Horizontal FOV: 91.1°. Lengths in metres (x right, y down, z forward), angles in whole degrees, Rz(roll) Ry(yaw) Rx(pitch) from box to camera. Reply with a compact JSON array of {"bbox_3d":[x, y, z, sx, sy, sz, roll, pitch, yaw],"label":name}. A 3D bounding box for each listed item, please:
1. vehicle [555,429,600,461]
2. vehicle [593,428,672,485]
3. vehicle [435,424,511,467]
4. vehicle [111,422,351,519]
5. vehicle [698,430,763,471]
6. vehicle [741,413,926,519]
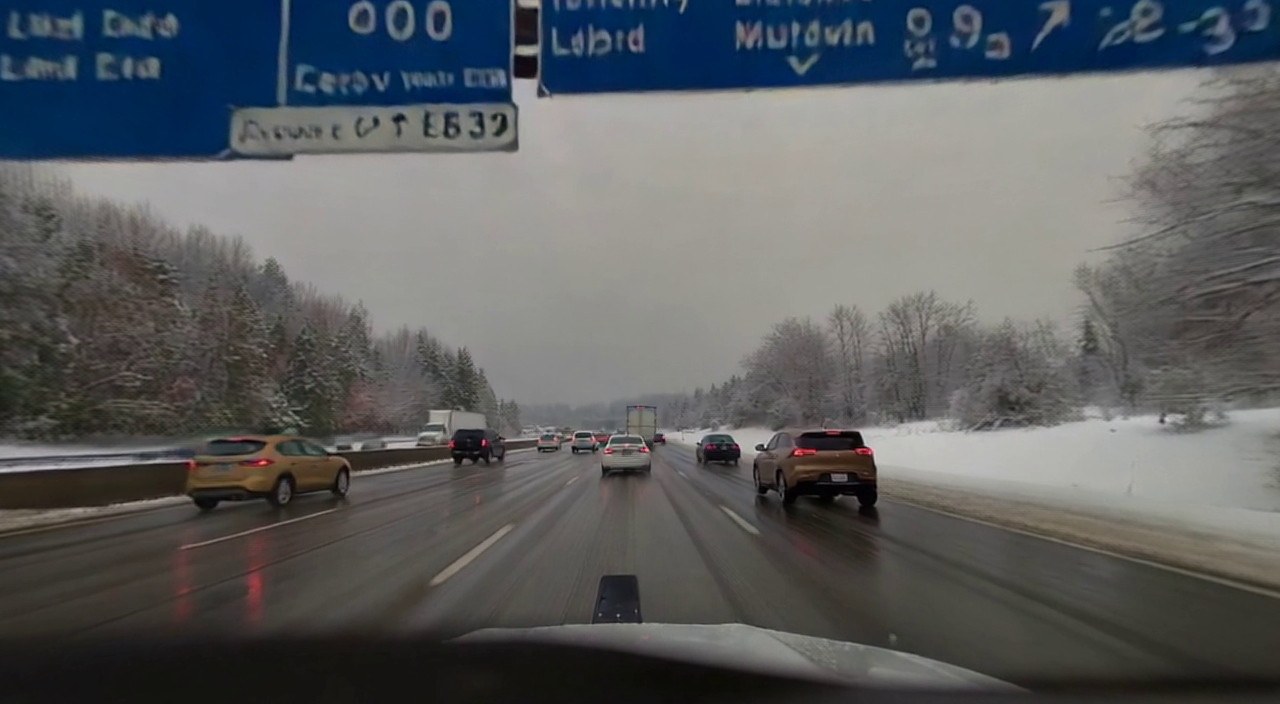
[{"bbox_3d":[-3.550,5.348,36.327,2.064,1.672,4.277,0,-8,1],"label":"vehicle"},{"bbox_3d":[-0.216,3.094,19.075,2.111,1.494,4.364,0,-8,-1],"label":"vehicle"},{"bbox_3d":[-7.459,4.247,28.659,2.117,1.779,4.745,0,-8,1],"label":"vehicle"},{"bbox_3d":[-7.471,2.166,12.085,1.934,1.526,3.966,0,-8,0],"label":"vehicle"},{"bbox_3d":[3.584,3.986,25.719,1.972,1.516,4.514,0,-8,0],"label":"vehicle"},{"bbox_3d":[3.400,2.089,12.108,2.095,1.650,4.331,0,-8,-1],"label":"vehicle"}]
